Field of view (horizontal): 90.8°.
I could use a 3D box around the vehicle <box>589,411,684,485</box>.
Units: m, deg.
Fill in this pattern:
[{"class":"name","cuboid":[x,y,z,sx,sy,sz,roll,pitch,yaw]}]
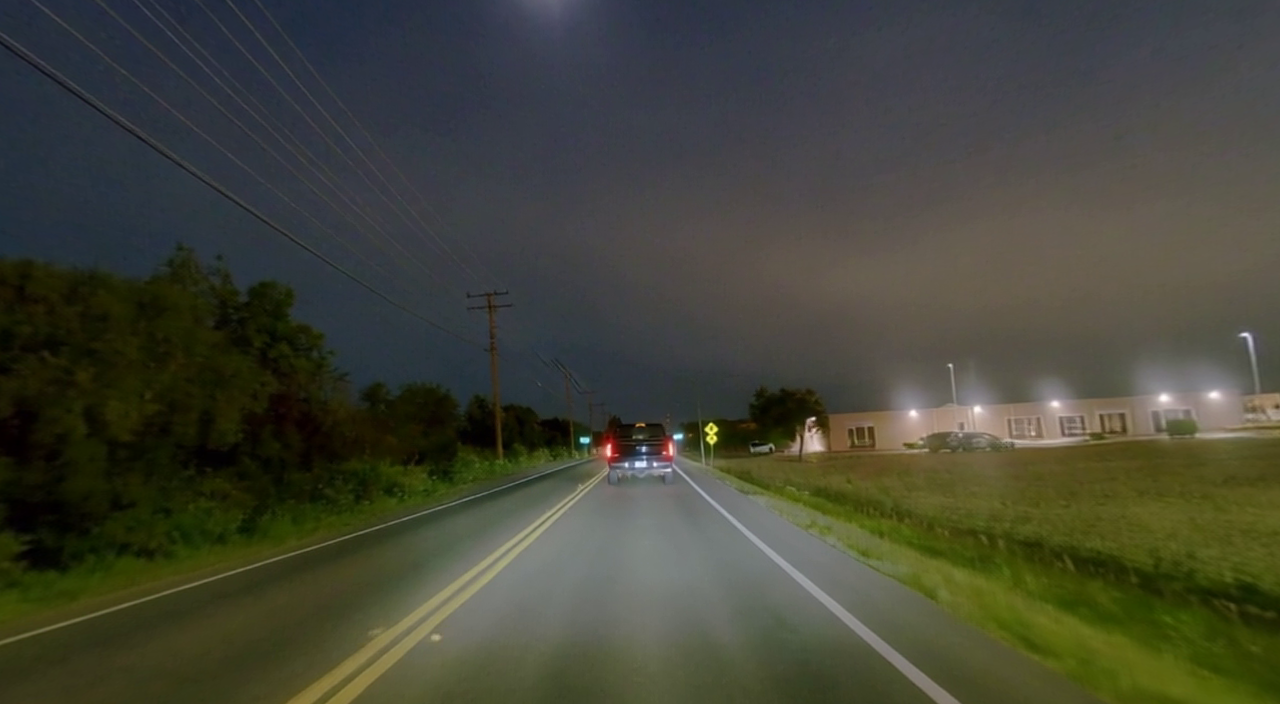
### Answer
[{"class":"vehicle","cuboid":[-0.143,3.610,23.907,3.021,2.326,7.410,0,-8,-1]}]
